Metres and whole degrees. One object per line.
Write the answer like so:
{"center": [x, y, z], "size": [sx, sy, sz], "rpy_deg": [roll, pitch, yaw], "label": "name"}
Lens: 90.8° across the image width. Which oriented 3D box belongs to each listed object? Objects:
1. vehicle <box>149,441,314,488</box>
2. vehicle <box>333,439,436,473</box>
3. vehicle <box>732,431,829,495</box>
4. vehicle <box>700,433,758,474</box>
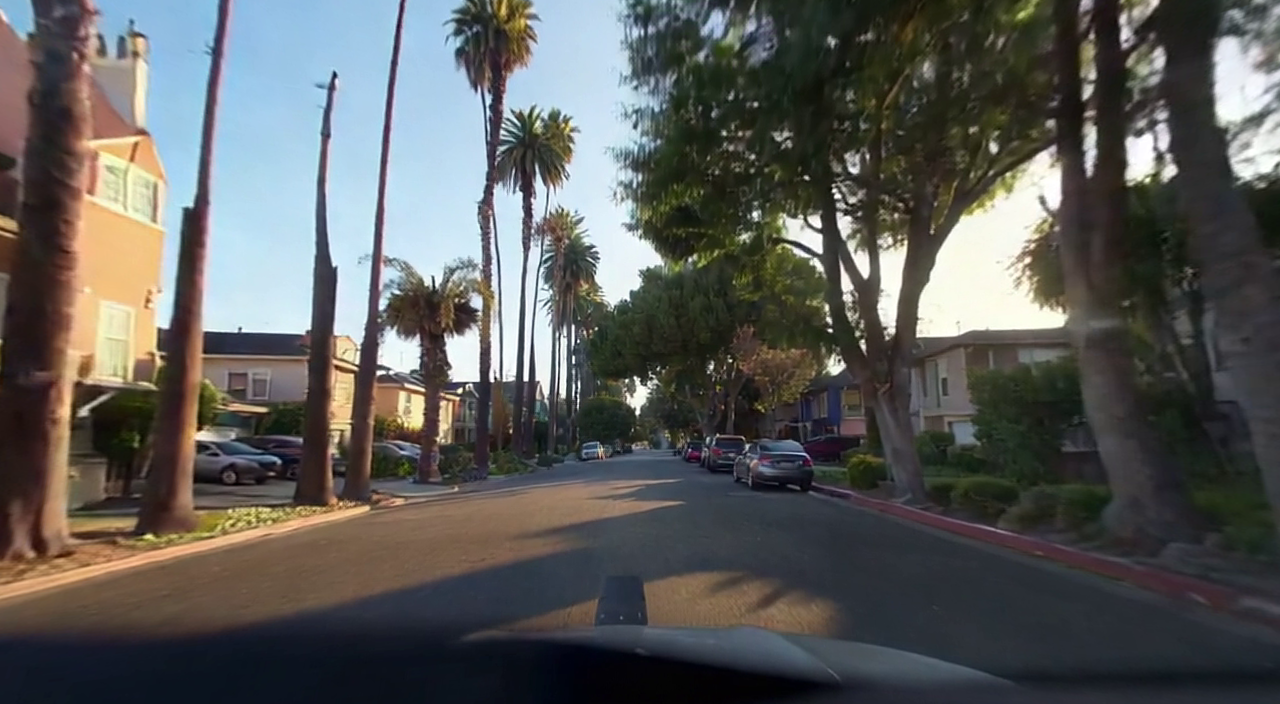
{"center": [-13.497, 3.729, 21.035], "size": [4.250, 1.469, 1.817], "rpy_deg": [-1, -8, 3], "label": "vehicle"}
{"center": [-13.157, 5.345, 32.709], "size": [4.448, 1.679, 1.972], "rpy_deg": [-1, -8, 2], "label": "vehicle"}
{"center": [4.273, 3.436, 20.003], "size": [1.971, 1.663, 5.076], "rpy_deg": [2, -8, 1], "label": "vehicle"}
{"center": [4.151, 4.839, 30.341], "size": [2.166, 1.766, 5.186], "rpy_deg": [0, -8, 1], "label": "vehicle"}
